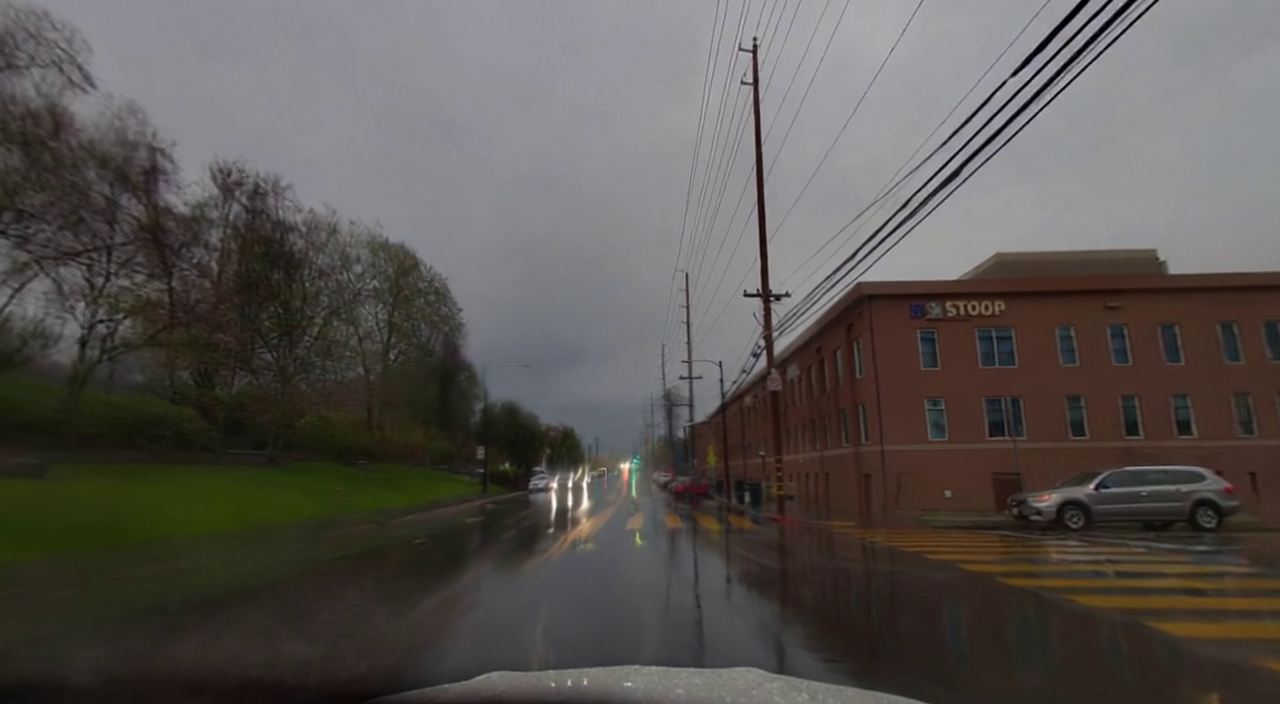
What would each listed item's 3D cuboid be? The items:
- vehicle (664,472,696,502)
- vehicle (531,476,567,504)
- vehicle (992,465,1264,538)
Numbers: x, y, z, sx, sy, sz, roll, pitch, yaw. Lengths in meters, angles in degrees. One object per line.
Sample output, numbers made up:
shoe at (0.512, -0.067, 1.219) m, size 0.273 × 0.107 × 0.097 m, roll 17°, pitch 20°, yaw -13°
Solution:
vehicle at (2.857, 9.761, 45.924) m, size 1.953 × 1.774 × 5.008 m, roll 0°, pitch -8°, yaw -1°
vehicle at (-6.627, 10.105, 46.461) m, size 1.913 × 1.682 × 4.365 m, roll 0°, pitch -8°, yaw 0°
vehicle at (11.456, 3.510, 15.119) m, size 4.771 × 1.492 × 2.107 m, roll 0°, pitch -8°, yaw -2°
